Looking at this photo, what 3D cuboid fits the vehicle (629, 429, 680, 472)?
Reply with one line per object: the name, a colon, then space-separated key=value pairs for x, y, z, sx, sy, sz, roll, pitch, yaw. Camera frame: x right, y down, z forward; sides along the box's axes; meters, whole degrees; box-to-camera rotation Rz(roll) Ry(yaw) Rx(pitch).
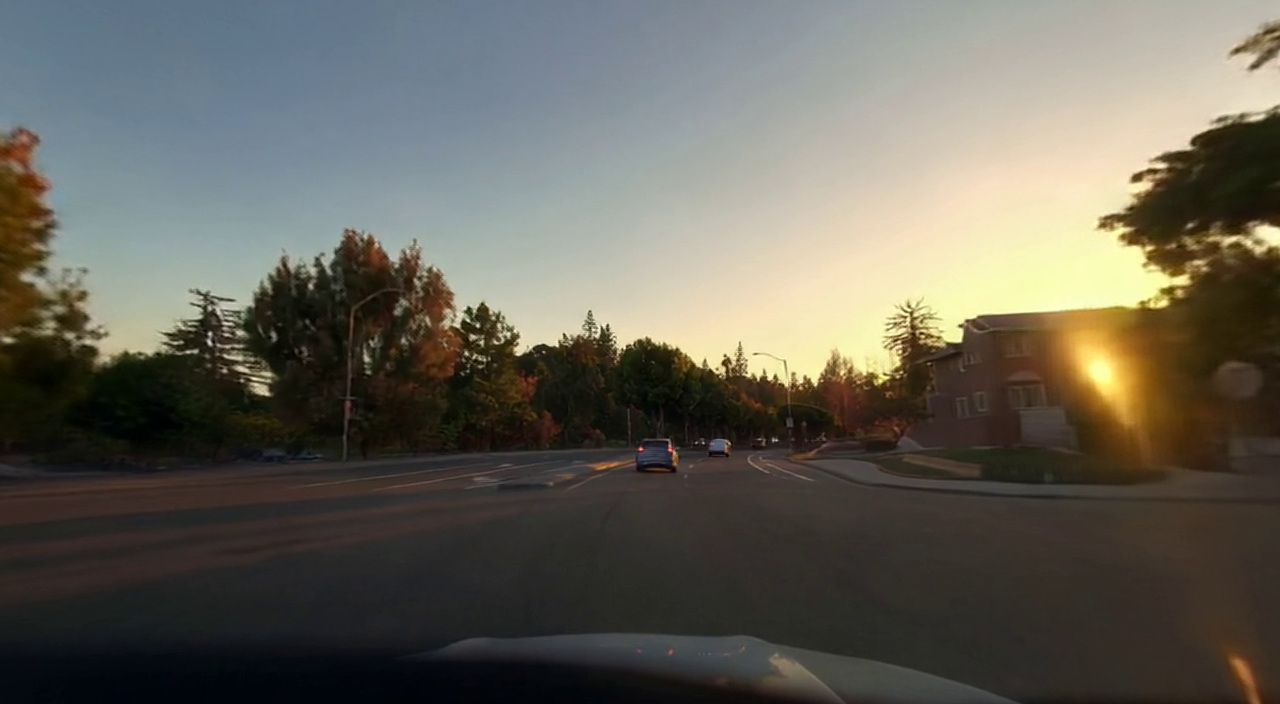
vehicle: x=0.810 y=4.929 z=31.607 sx=2.072 sy=2.002 sz=4.391 roll=-1 pitch=-8 yaw=7
